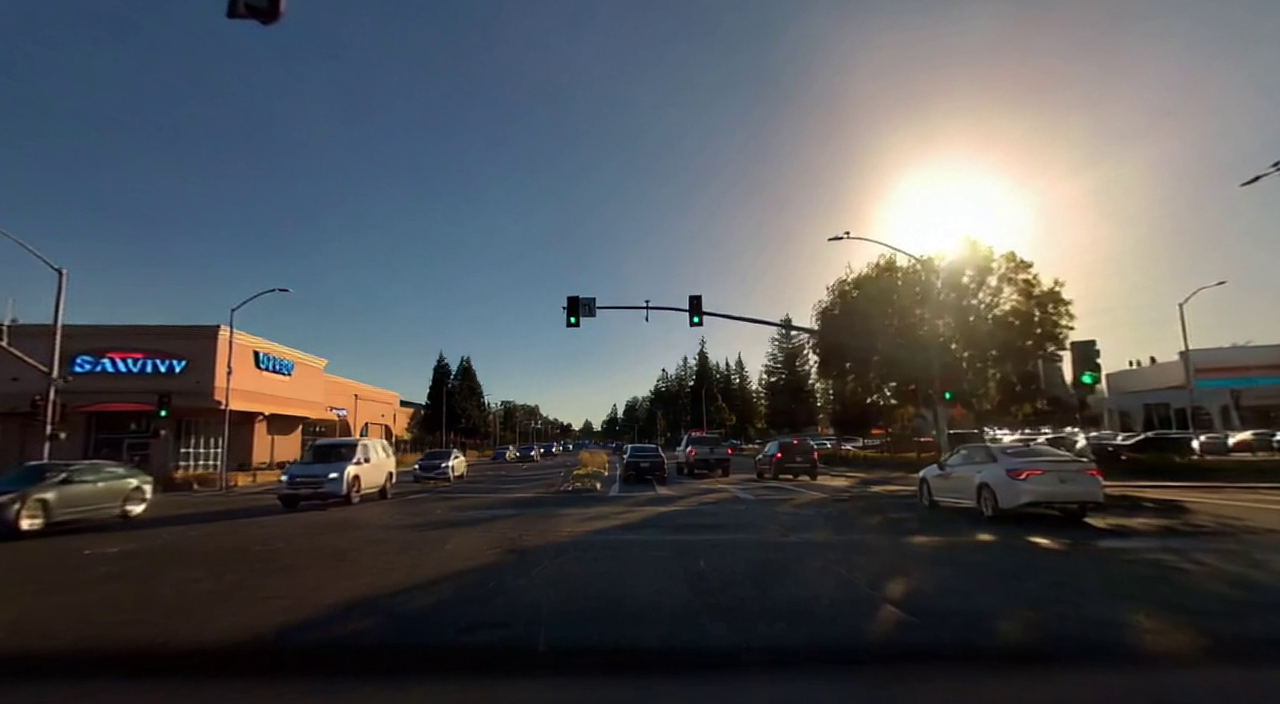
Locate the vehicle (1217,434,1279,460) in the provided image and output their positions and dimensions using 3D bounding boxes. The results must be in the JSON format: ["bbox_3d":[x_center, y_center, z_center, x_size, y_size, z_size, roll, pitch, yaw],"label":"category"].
[{"bbox_3d":[35.890,5.400,35.893,4.230,1.449,1.782,0,-8,0],"label":"vehicle"}]

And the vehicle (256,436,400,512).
[{"bbox_3d":[-8.253,3.210,17.168,1.904,1.789,4.021,0,-8,-2],"label":"vehicle"}]

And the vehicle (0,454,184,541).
[{"bbox_3d":[-12.592,2.993,13.604,1.969,1.486,4.773,0,-8,0],"label":"vehicle"}]

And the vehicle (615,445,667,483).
[{"bbox_3d":[-0.034,4.628,26.338,2.038,1.447,3.756,0,-8,-2],"label":"vehicle"}]

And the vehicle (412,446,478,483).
[{"bbox_3d":[-8.952,5.171,29.332,1.827,1.602,4.115,0,-8,-1],"label":"vehicle"}]

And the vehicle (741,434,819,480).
[{"bbox_3d":[6.639,5.046,30.601,2.323,2.009,5.266,0,-8,-3],"label":"vehicle"}]

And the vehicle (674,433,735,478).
[{"bbox_3d":[3.208,5.313,32.690,2.358,2.116,5.328,0,-8,-3],"label":"vehicle"}]

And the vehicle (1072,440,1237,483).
[{"bbox_3d":[18.198,3.881,22.474,4.227,1.460,1.777,0,-8,2],"label":"vehicle"}]

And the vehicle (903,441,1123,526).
[{"bbox_3d":[7.624,2.683,13.552,1.905,1.498,4.463,0,-8,-1],"label":"vehicle"}]
